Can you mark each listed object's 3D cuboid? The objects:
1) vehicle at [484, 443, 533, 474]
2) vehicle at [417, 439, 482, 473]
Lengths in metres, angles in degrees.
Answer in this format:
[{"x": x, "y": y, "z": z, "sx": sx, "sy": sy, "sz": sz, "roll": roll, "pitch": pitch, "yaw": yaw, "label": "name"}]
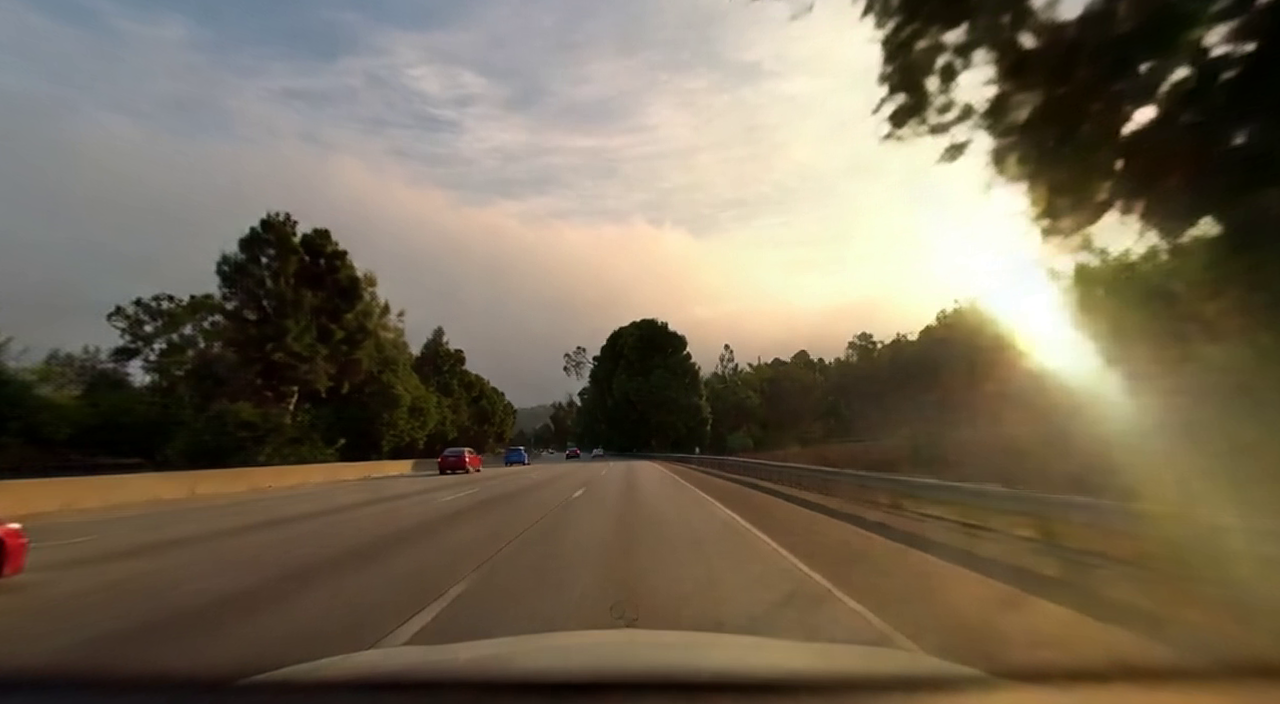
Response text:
[{"x": -7.618, "y": 6.201, "z": 36.874, "sx": 2.060, "sy": 1.680, "sz": 4.255, "roll": 0, "pitch": -9, "yaw": -1, "label": "vehicle"}, {"x": -11.749, "y": 6.481, "z": 39.330, "sx": 2.425, "sy": 1.926, "sz": 5.584, "roll": 0, "pitch": -9, "yaw": -1, "label": "vehicle"}]
